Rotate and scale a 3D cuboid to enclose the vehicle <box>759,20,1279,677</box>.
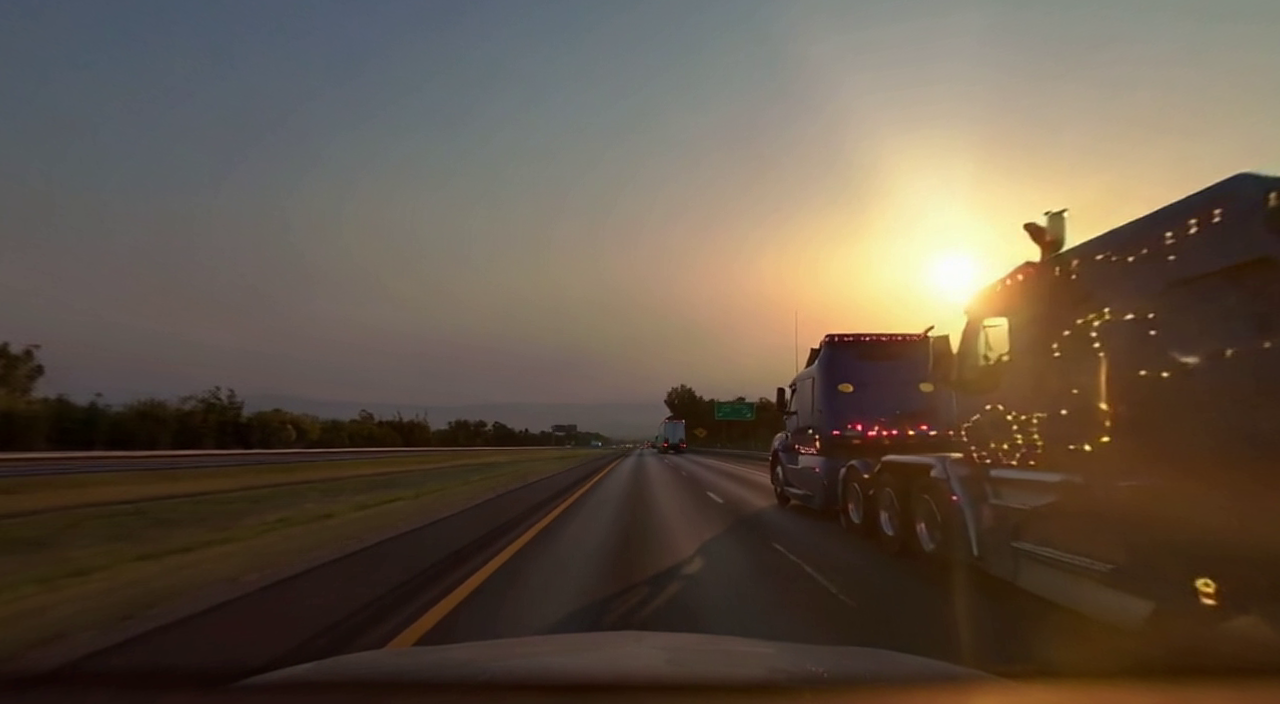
[{"bbox_3d":[4.093,0.546,8.631,3.080,4.016,9.760,0,-8,1],"label":"vehicle"}]
